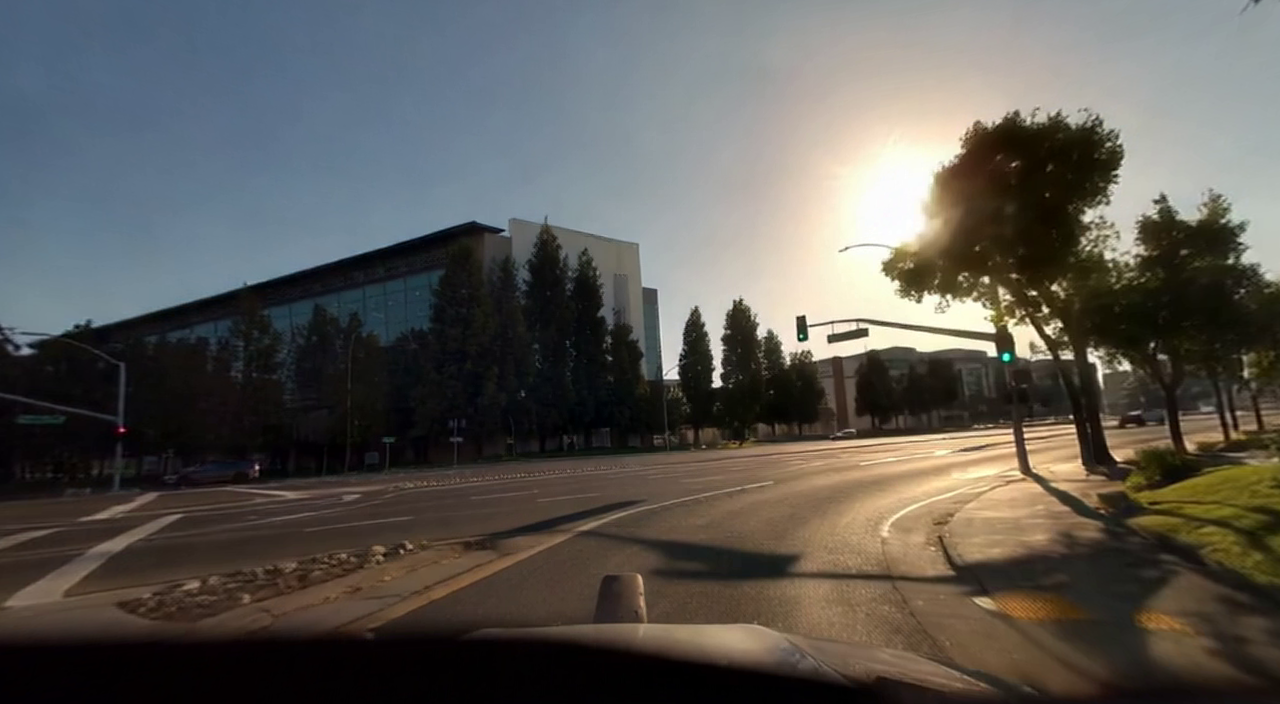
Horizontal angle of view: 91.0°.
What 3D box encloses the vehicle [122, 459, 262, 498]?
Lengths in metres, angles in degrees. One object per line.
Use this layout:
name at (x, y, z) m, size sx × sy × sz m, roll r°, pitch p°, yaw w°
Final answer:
vehicle at (-19.285, 5.398, 27.286) m, size 1.811 × 1.444 × 4.527 m, roll -7°, pitch -11°, yaw 39°
